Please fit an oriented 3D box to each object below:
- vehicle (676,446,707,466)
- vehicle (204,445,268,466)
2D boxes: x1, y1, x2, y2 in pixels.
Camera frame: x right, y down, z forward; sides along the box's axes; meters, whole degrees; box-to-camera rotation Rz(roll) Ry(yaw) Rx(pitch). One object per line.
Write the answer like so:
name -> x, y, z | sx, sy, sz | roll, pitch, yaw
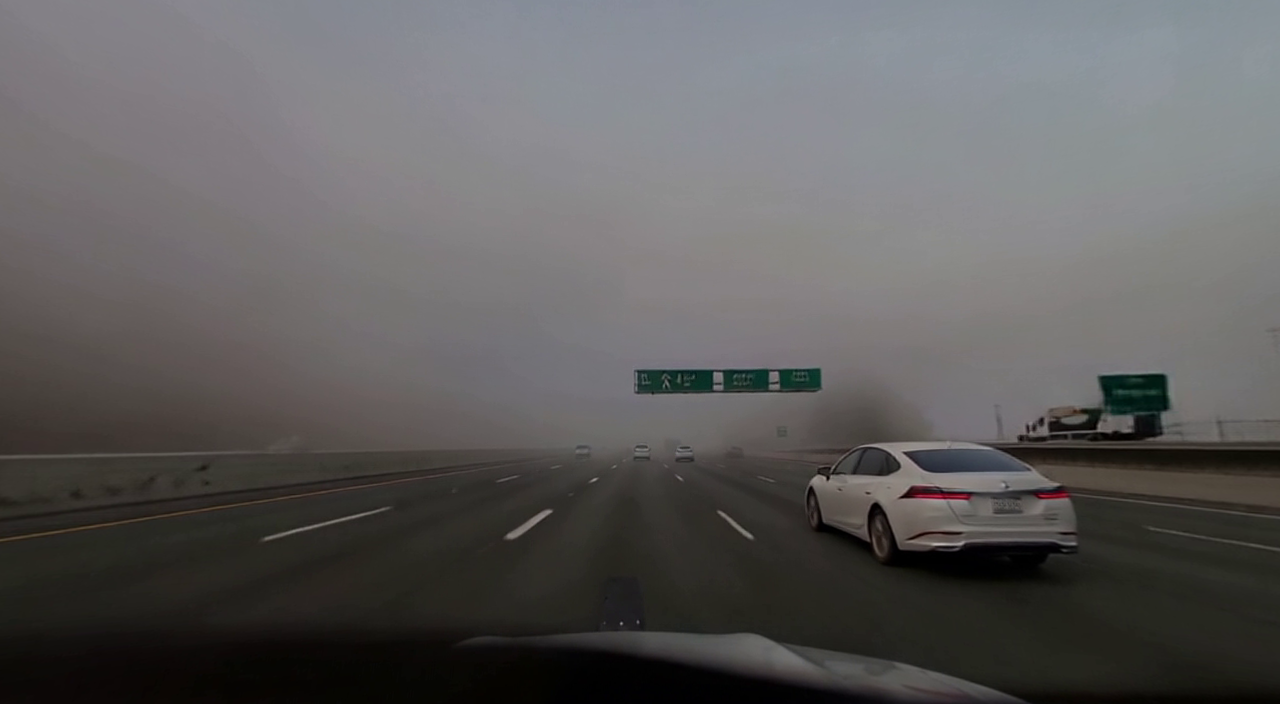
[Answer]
vehicle -> 3.944, 8.053, 48.941 | 2.076, 1.506, 4.050 | 0, -9, 1
vehicle -> -31.852, 8.174, 49.759 | 1.911, 1.528, 4.634 | 0, -9, 1
